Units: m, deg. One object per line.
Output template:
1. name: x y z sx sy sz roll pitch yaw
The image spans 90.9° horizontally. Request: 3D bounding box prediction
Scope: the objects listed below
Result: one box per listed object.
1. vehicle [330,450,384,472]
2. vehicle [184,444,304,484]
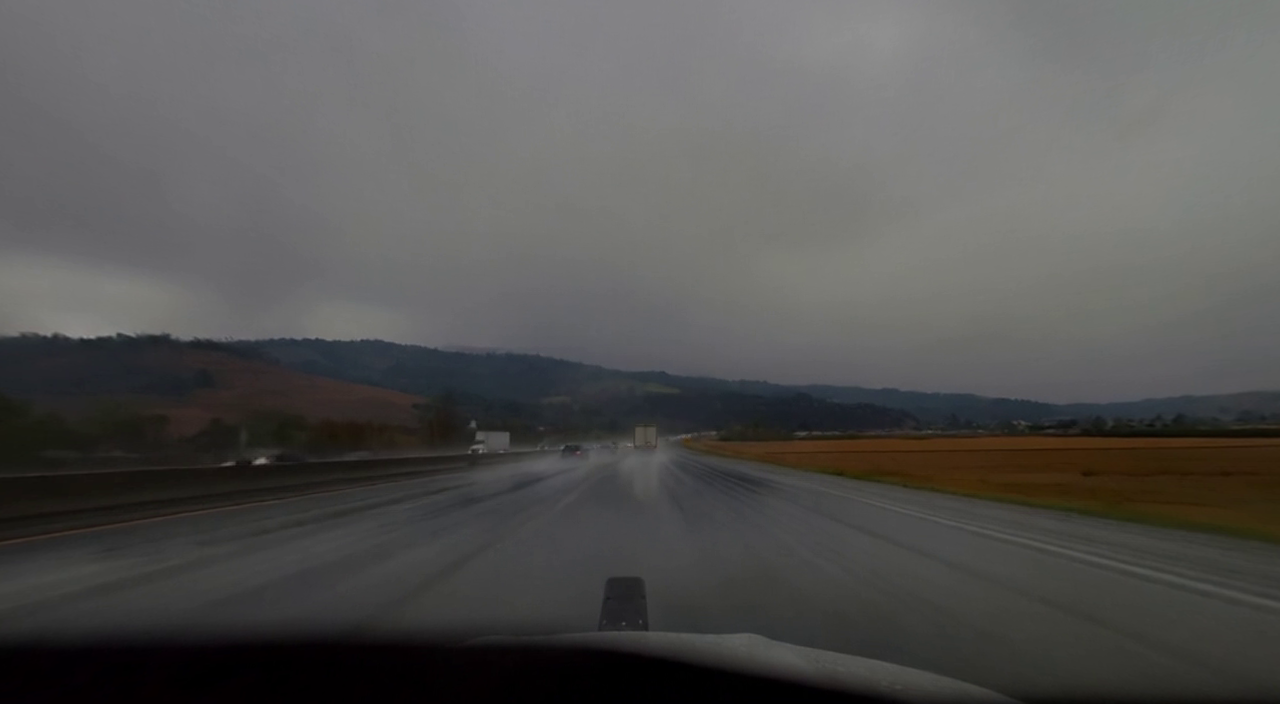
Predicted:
1. vehicle: -20.979 8.088 46.995 1.836 1.438 4.618 0 -8 1
2. vehicle: -17.319 4.902 27.964 2.093 1.576 4.894 0 -8 1
